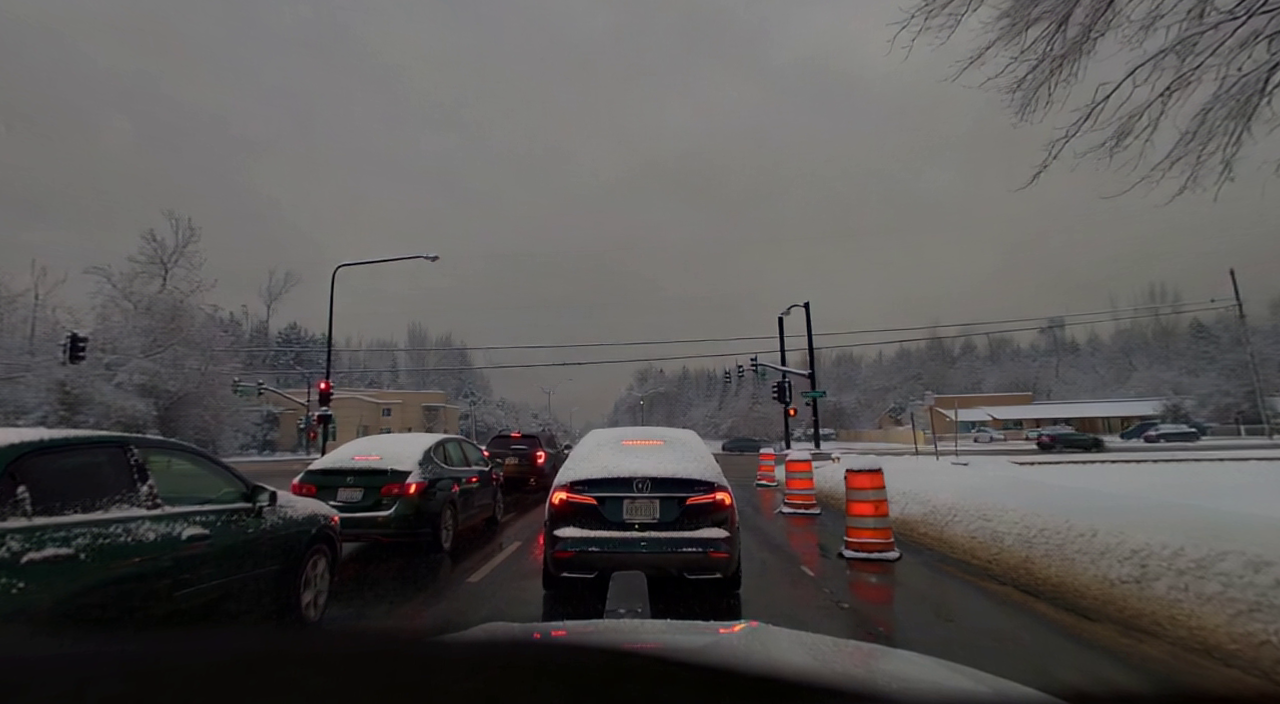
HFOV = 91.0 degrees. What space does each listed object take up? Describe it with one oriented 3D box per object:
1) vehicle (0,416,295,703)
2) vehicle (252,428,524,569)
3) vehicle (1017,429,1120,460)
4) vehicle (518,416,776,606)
[{"bbox_3d":[-3.591,0.948,2.151,2.064,1.497,4.722,0,-9,1],"label":"vehicle"},{"bbox_3d":[-3.278,1.994,9.450,1.989,1.541,4.626,0,-9,2],"label":"vehicle"},{"bbox_3d":[27.669,6.016,40.806,5.082,1.907,2.115,0,-9,1],"label":"vehicle"},{"bbox_3d":[0.103,1.619,7.211,2.167,1.560,3.676,0,-9,1],"label":"vehicle"}]
